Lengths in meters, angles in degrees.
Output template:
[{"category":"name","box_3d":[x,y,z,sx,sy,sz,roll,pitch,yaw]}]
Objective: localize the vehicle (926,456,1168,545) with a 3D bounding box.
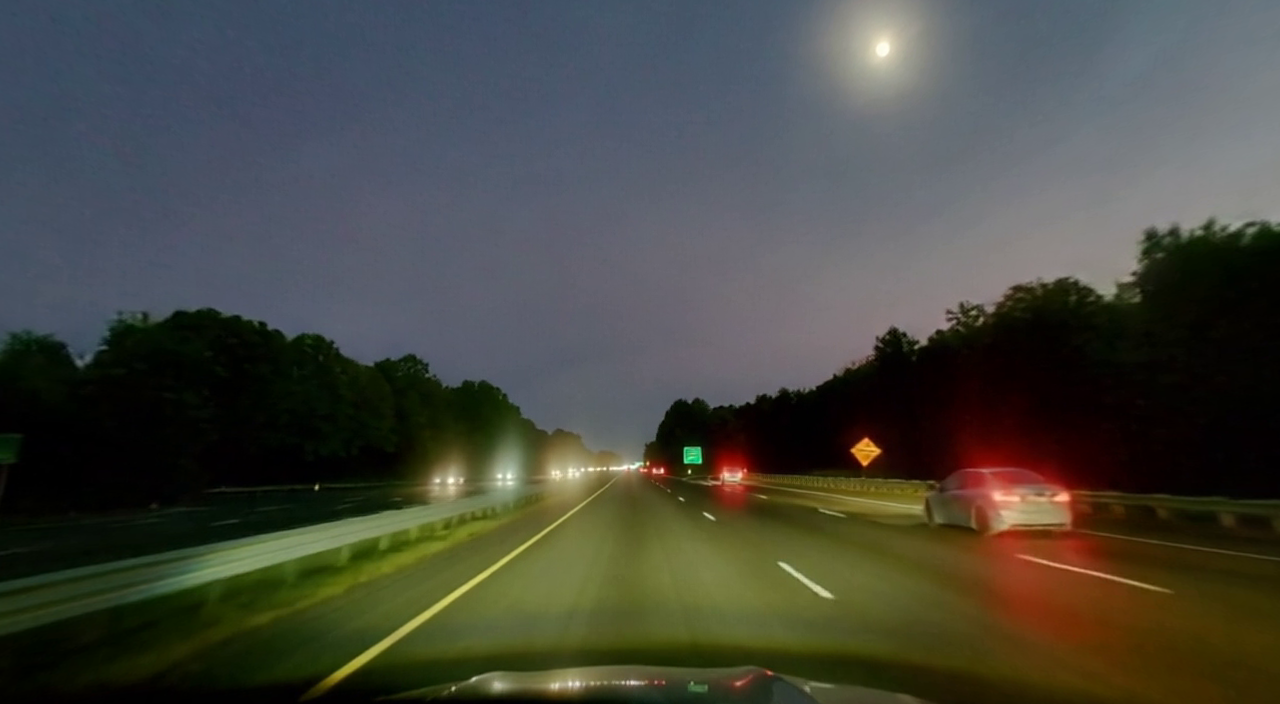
[{"category":"vehicle","box_3d":[7.991,2.952,13.041,2.024,1.476,4.352,1,-10,-1]}]
